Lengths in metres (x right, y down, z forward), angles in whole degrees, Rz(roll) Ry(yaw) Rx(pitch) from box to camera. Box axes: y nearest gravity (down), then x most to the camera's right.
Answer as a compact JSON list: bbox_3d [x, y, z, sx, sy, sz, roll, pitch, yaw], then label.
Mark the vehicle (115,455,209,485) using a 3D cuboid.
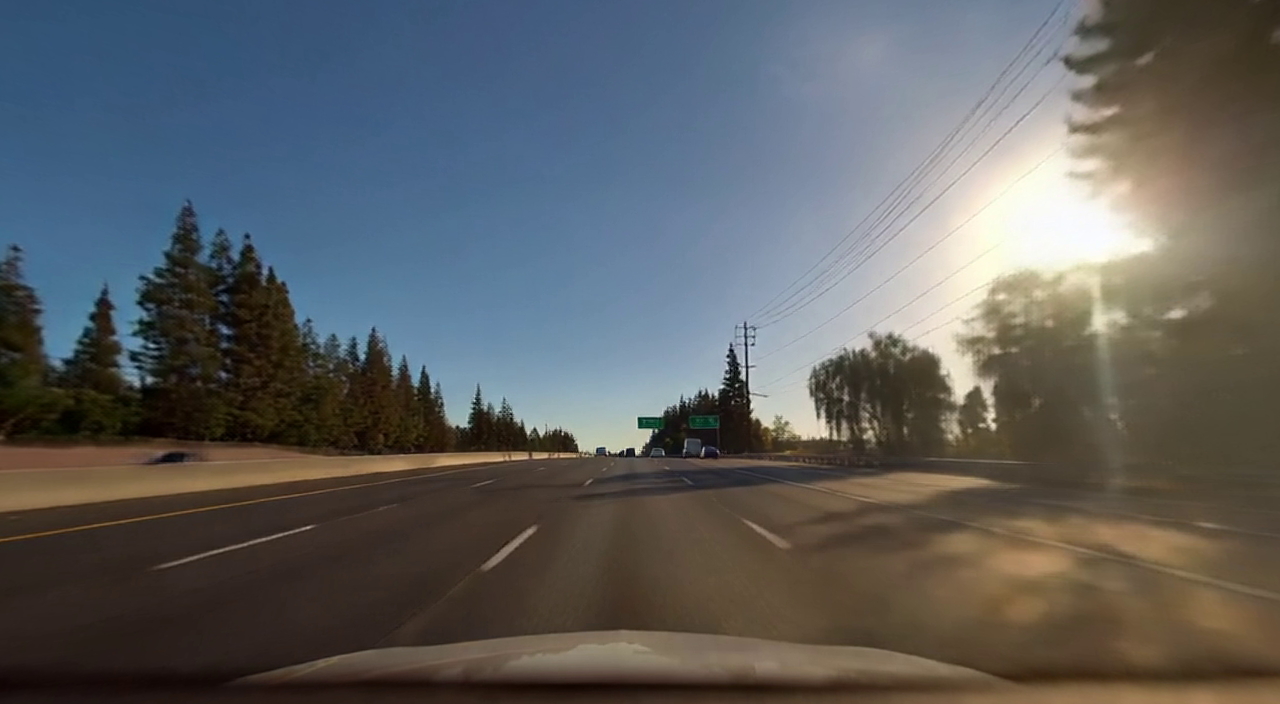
[{"bbox_3d":[-25.560,6.299,33.959,1.761,1.450,4.262,0,-9,-1],"label":"vehicle"}]
